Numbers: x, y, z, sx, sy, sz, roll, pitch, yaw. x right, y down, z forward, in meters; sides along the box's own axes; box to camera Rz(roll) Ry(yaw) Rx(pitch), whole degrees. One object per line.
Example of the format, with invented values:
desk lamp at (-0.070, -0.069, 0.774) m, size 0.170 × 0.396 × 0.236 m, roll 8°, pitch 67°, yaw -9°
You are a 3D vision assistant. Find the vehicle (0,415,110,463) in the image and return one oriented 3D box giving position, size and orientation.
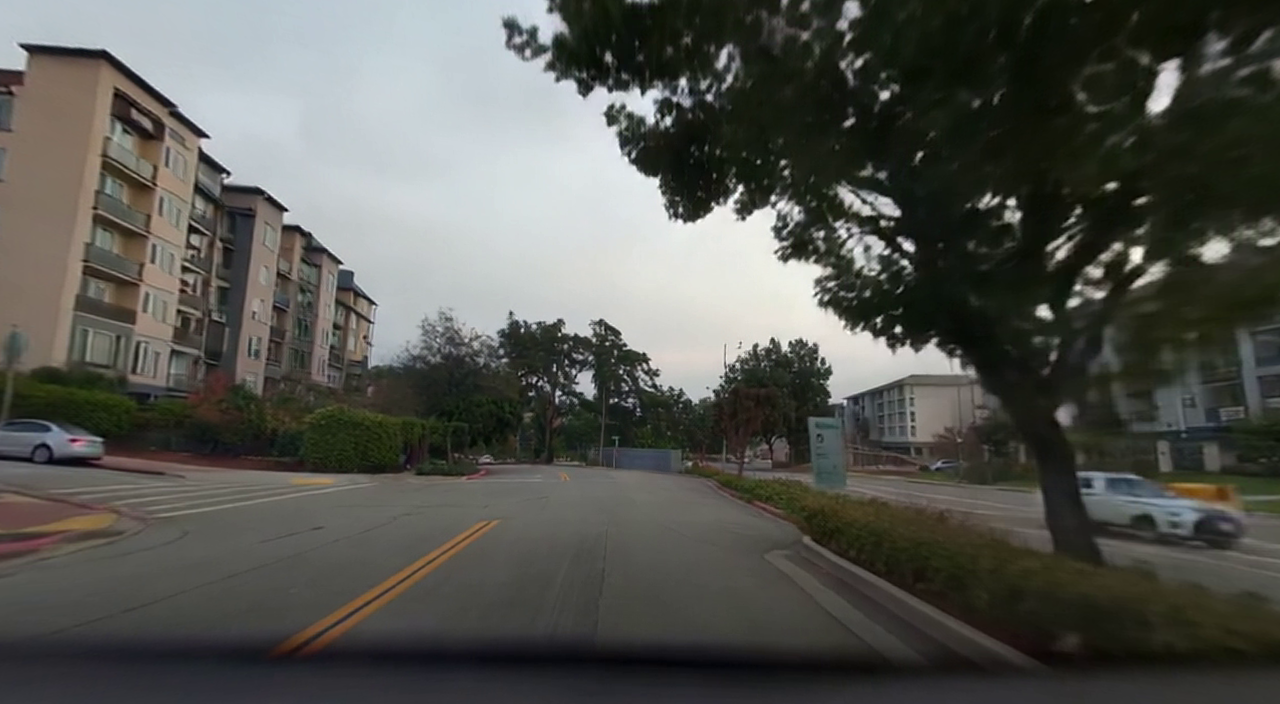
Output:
vehicle at (-19.716, 2.748, 19.920) m, size 4.322 × 1.436 × 1.827 m, roll 0°, pitch -8°, yaw 0°

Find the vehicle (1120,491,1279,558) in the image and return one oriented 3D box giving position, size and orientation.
vehicle at (21.077, 6.268, 23.500) m, size 2.322 × 1.818 × 4.871 m, roll 1°, pitch -8°, yaw -5°
